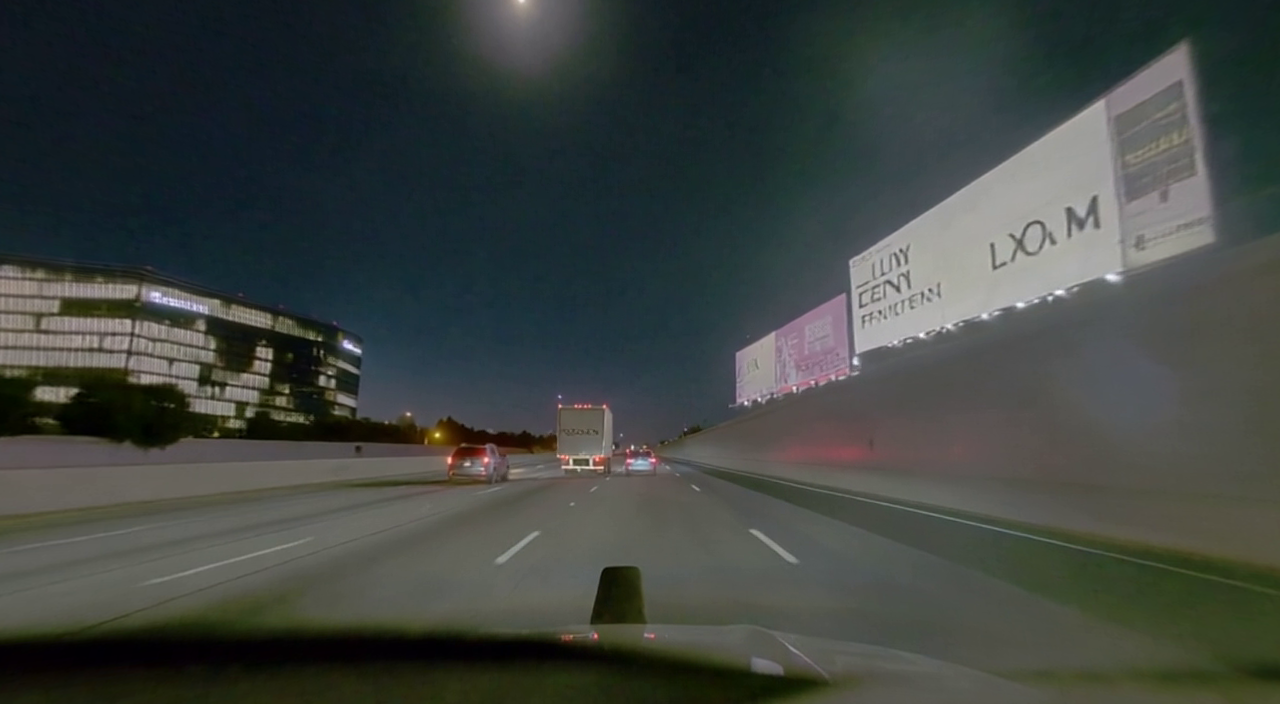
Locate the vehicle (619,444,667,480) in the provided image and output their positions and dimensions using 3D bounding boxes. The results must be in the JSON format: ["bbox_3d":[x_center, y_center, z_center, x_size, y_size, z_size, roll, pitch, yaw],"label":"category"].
[{"bbox_3d":[0.167,5.228,30.217,2.168,1.597,3.615,0,-9,1],"label":"vehicle"}]

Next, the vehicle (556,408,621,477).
[{"bbox_3d":[-2.729,5.258,36.332,2.794,3.460,8.595,0,-9,2],"label":"vehicle"}]

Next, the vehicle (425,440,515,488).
[{"bbox_3d":[-6.408,4.287,24.383,2.124,1.674,4.541,0,-9,1],"label":"vehicle"}]
